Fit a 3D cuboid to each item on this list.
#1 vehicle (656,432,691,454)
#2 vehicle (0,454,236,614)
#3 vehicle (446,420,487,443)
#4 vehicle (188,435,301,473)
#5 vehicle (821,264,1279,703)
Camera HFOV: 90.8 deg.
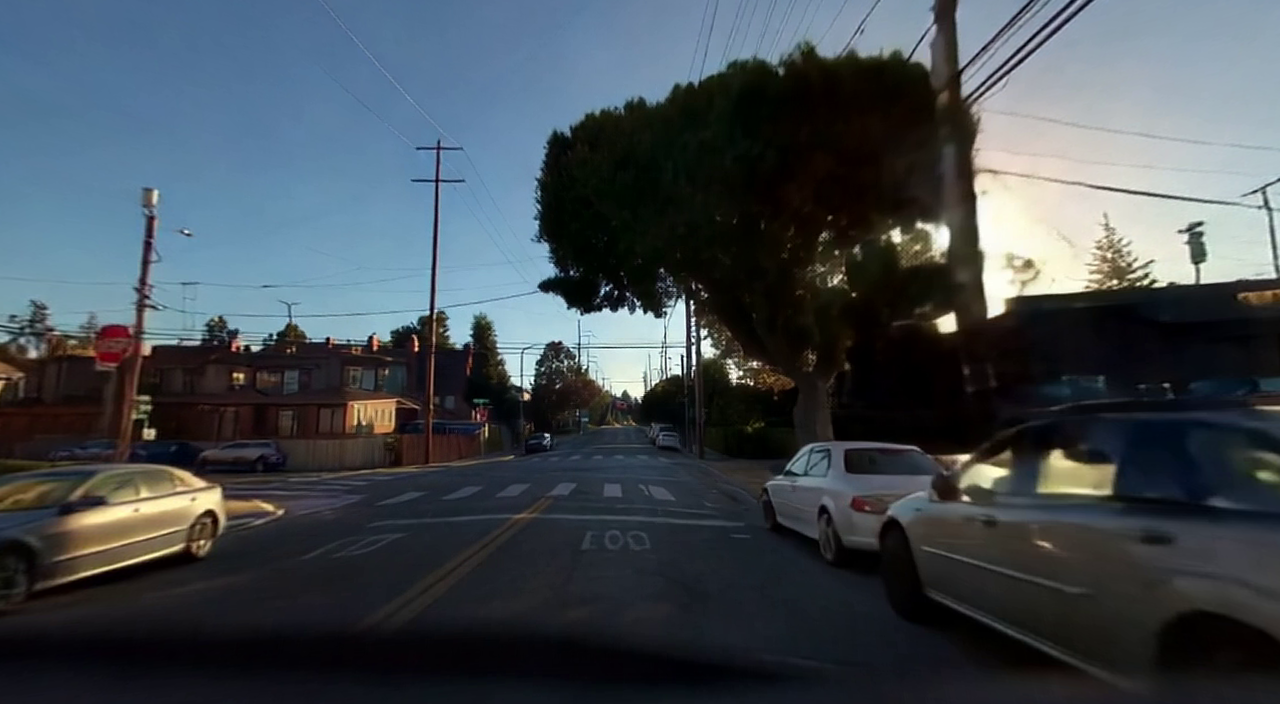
[{"bbox_3d":[2.420,6.684,46.302,2.120,1.487,4.360,0,-8,-3],"label":"vehicle"},{"bbox_3d":[-6.816,1.893,7.039,1.744,1.407,4.529,0,-8,-2],"label":"vehicle"},{"bbox_3d":[-13.643,6.315,49.843,1.992,1.678,4.658,0,-8,-1],"label":"vehicle"},{"bbox_3d":[-19.297,4.981,30.999,4.181,1.742,1.945,1,-9,-10],"label":"vehicle"},{"bbox_3d":[3.205,0.965,3.868,2.375,1.945,5.670,0,-8,-1],"label":"vehicle"}]
